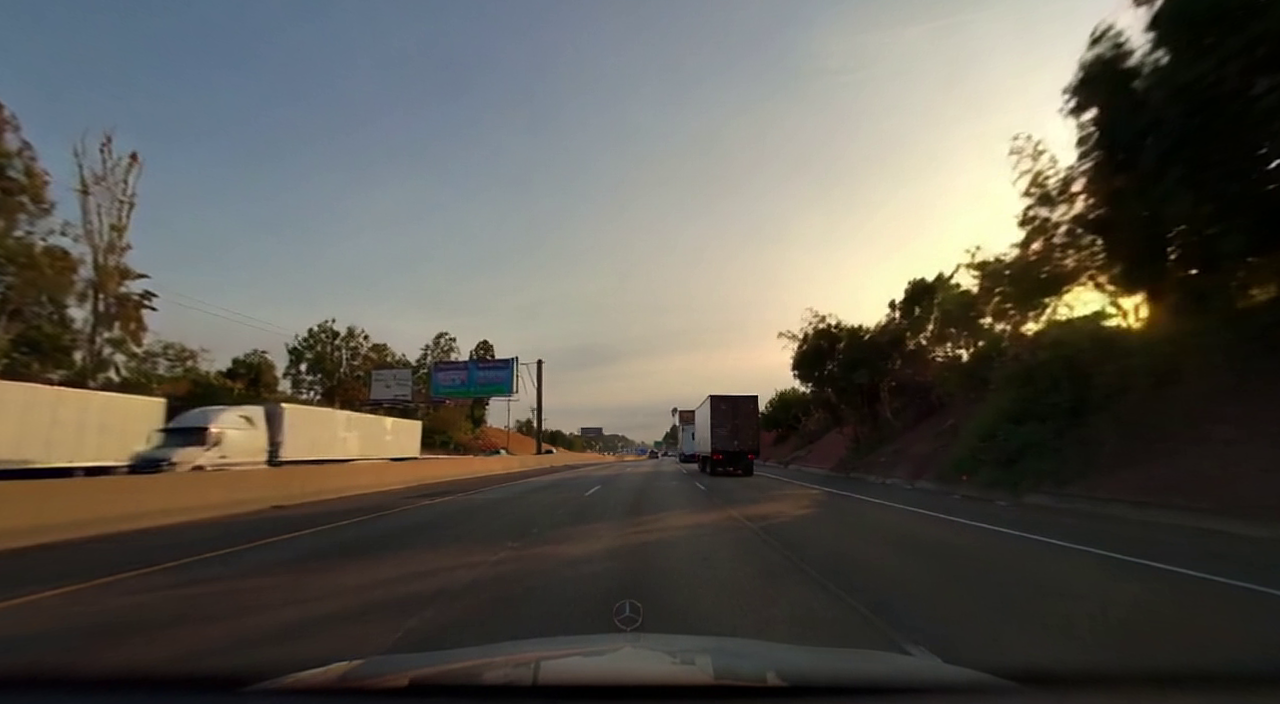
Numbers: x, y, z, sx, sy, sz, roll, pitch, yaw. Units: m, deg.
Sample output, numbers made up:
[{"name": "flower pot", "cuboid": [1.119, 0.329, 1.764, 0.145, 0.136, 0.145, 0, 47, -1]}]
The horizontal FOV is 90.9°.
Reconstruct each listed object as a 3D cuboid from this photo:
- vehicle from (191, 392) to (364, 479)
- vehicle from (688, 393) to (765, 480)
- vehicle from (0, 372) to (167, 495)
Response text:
[{"name": "vehicle", "cuboid": [-18.380, 4.471, 33.095, 3.186, 3.906, 9.306, 0, -9, 2]}, {"name": "vehicle", "cuboid": [4.762, 5.144, 38.058, 2.826, 4.269, 14.176, 0, -8, 1]}, {"name": "vehicle", "cuboid": [-22.712, 2.871, 21.908, 3.049, 4.039, 11.774, 0, -9, 2]}]
